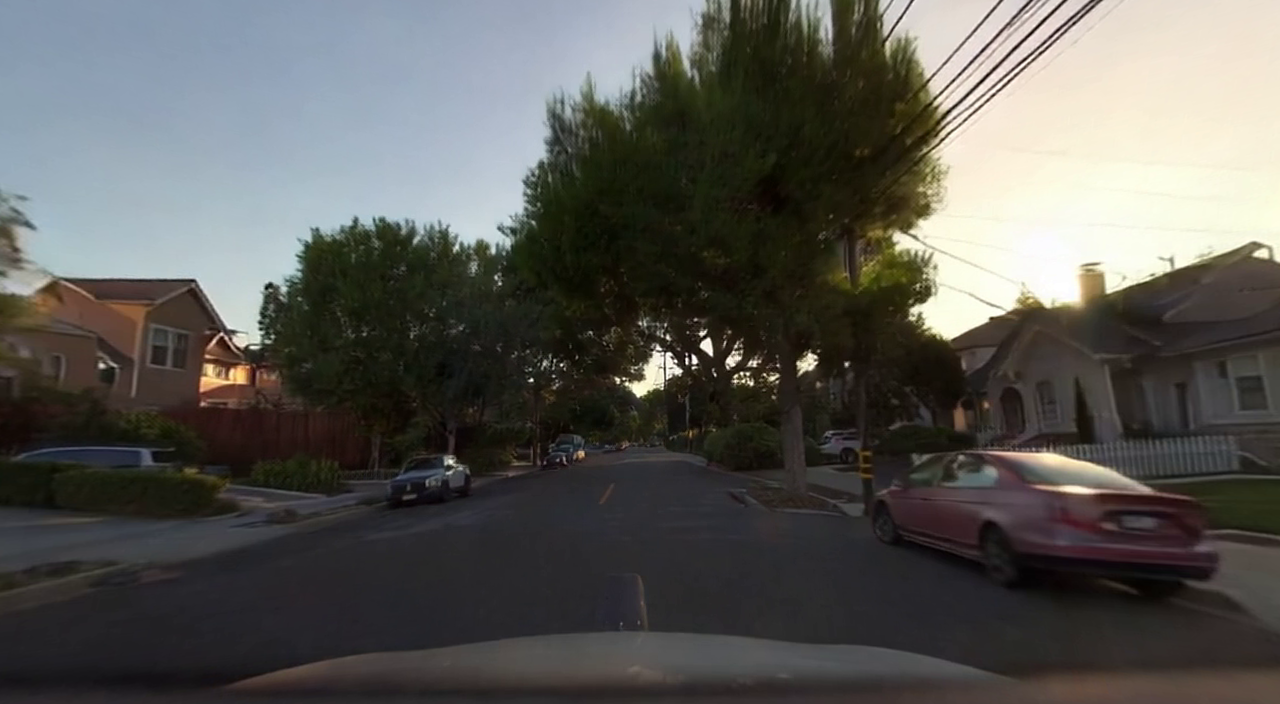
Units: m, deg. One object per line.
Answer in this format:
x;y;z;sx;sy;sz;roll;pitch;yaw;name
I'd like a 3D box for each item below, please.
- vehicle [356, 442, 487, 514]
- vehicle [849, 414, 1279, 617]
-5.962;3.441;17.985;1.954;1.551;5.128;-3;-7;0;vehicle
4.075;1.567;6.962;2.020;1.558;3.925;1;-9;-3;vehicle
